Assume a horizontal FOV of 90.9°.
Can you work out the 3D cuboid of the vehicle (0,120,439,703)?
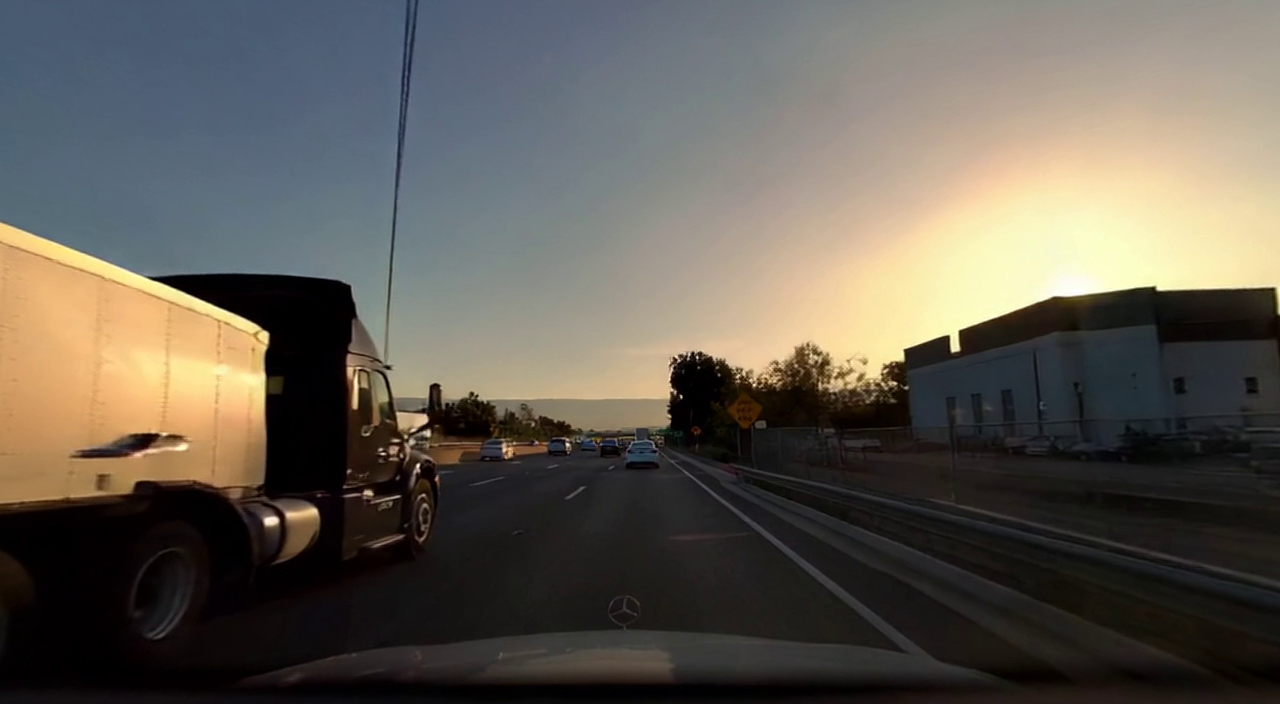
[{"bbox_3d":[-3.430,0.612,3.400,2.693,2.348,5.694,0,-8,1],"label":"vehicle"}]

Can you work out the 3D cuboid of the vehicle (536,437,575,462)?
[{"bbox_3d":[-6.222,7.243,47.054,2.105,1.790,4.689,0,-8,2],"label":"vehicle"}]

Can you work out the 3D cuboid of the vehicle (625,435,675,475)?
[{"bbox_3d":[0.451,4.675,28.845,2.136,1.678,4.052,0,-8,1],"label":"vehicle"}]

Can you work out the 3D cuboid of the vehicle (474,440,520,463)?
[{"bbox_3d":[-10.058,7.034,44.856,1.910,1.501,5.004,-1,-8,2],"label":"vehicle"}]
